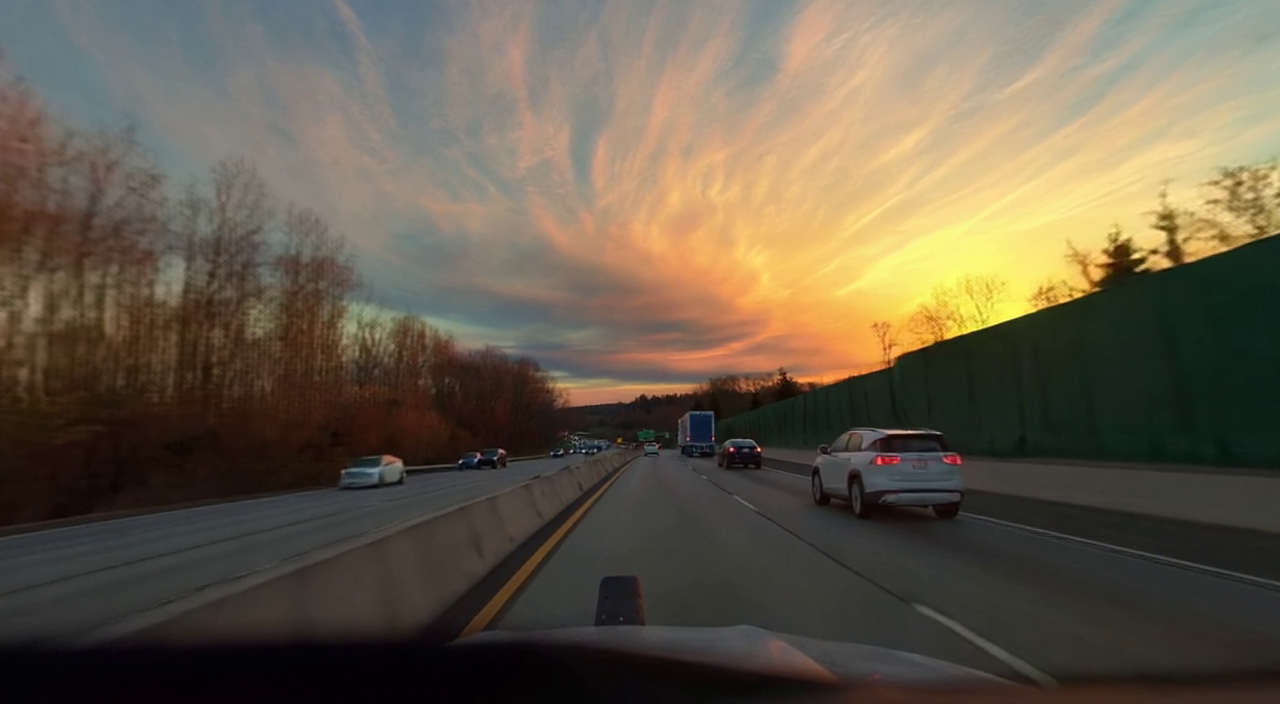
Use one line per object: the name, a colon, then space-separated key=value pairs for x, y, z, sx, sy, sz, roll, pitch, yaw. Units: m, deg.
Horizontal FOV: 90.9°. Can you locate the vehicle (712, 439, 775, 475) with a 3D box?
vehicle: x=4.539 y=4.670 z=28.330 sx=2.000 sy=1.473 sz=4.440 roll=0 pitch=-8 yaw=-1

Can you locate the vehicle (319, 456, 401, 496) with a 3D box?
vehicle: x=-11.739 y=5.205 z=26.697 sx=1.810 sy=1.481 sz=3.837 roll=1 pitch=-8 yaw=-2

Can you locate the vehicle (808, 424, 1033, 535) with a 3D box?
vehicle: x=4.493 y=2.082 z=10.906 sx=1.940 sy=1.539 sz=4.005 roll=1 pitch=-8 yaw=-2
